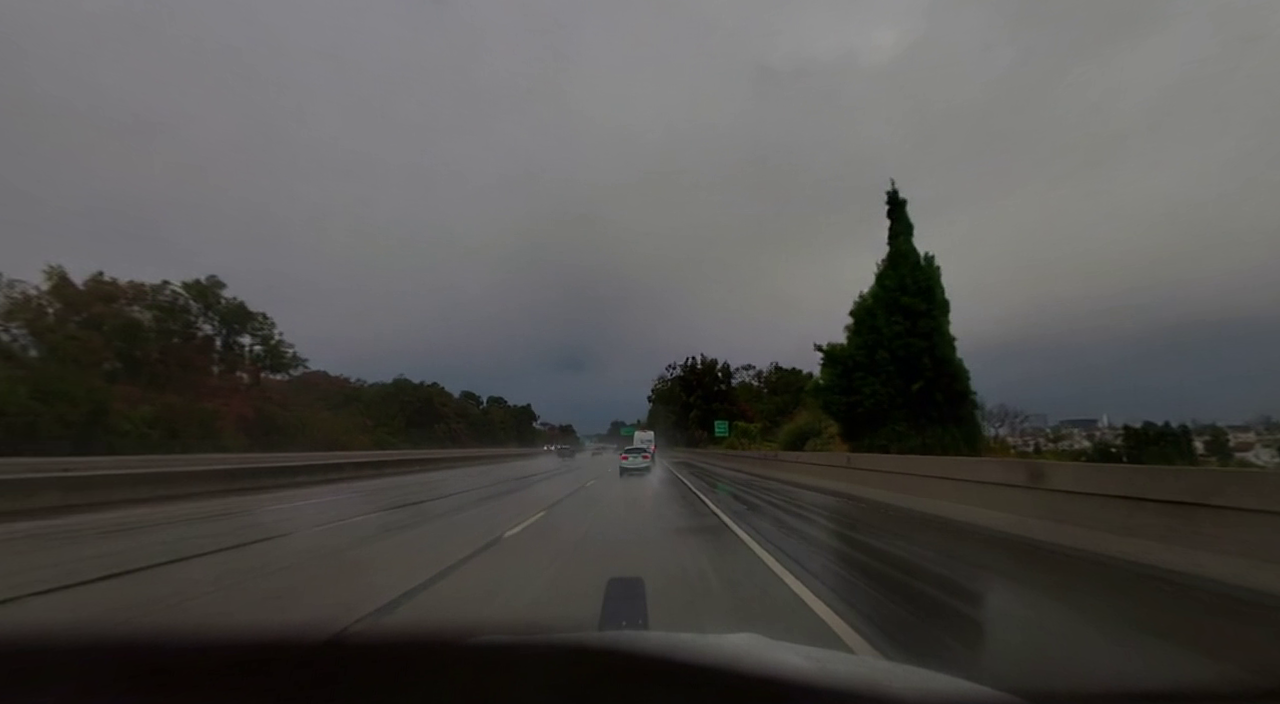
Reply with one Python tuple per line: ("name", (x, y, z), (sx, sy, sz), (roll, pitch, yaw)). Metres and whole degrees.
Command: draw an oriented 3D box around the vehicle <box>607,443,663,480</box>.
("vehicle", (-0.164, 4.687, 27.231), (2.238, 1.479, 3.672), (0, -9, 1))
